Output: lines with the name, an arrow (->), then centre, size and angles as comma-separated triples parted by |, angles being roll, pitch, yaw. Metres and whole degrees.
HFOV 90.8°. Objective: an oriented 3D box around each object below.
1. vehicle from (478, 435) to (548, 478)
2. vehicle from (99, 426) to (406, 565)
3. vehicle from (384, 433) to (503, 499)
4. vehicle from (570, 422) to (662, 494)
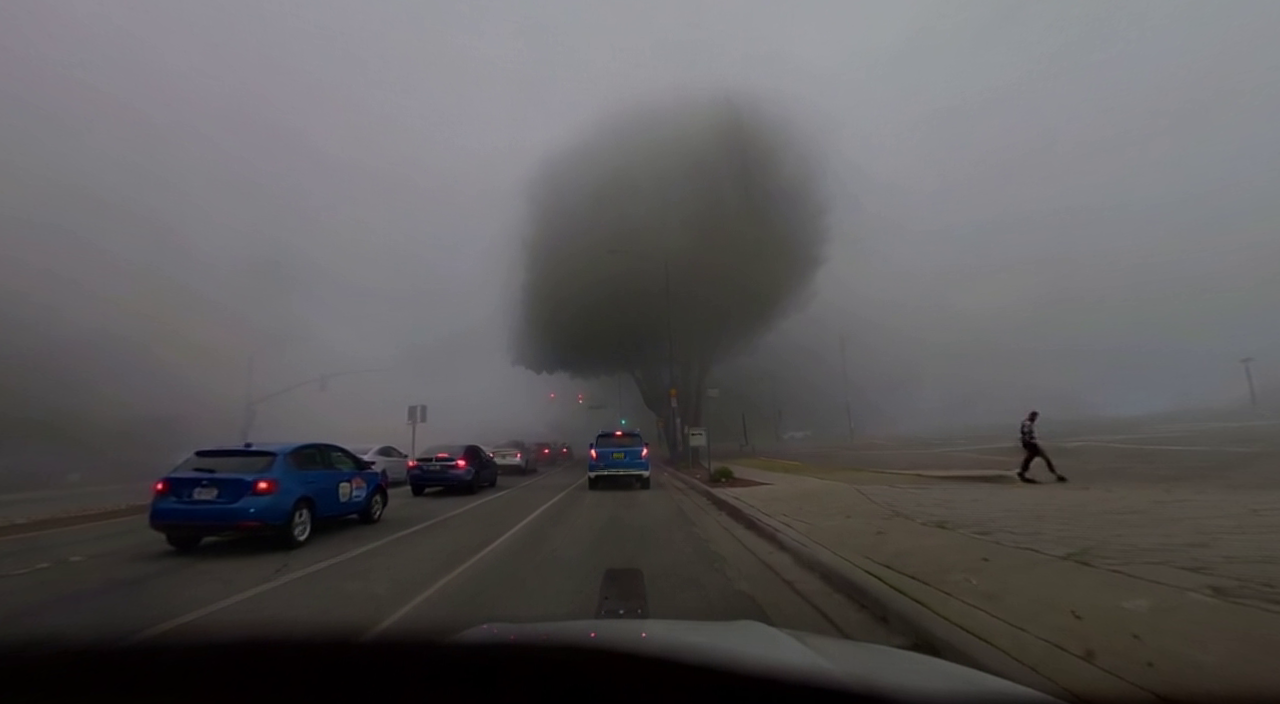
vehicle -> -5.590, 4.670, 28.473 | 2.188, 1.774, 4.477 | 0, -9, 0
vehicle -> -5.367, 2.010, 9.602 | 2.069, 1.616, 4.108 | 0, -9, -1
vehicle -> -5.536, 3.267, 18.491 | 2.010, 1.674, 4.484 | 0, -9, 1
vehicle -> -0.692, 3.069, 18.590 | 2.368, 1.829, 4.293 | 0, -9, -2
